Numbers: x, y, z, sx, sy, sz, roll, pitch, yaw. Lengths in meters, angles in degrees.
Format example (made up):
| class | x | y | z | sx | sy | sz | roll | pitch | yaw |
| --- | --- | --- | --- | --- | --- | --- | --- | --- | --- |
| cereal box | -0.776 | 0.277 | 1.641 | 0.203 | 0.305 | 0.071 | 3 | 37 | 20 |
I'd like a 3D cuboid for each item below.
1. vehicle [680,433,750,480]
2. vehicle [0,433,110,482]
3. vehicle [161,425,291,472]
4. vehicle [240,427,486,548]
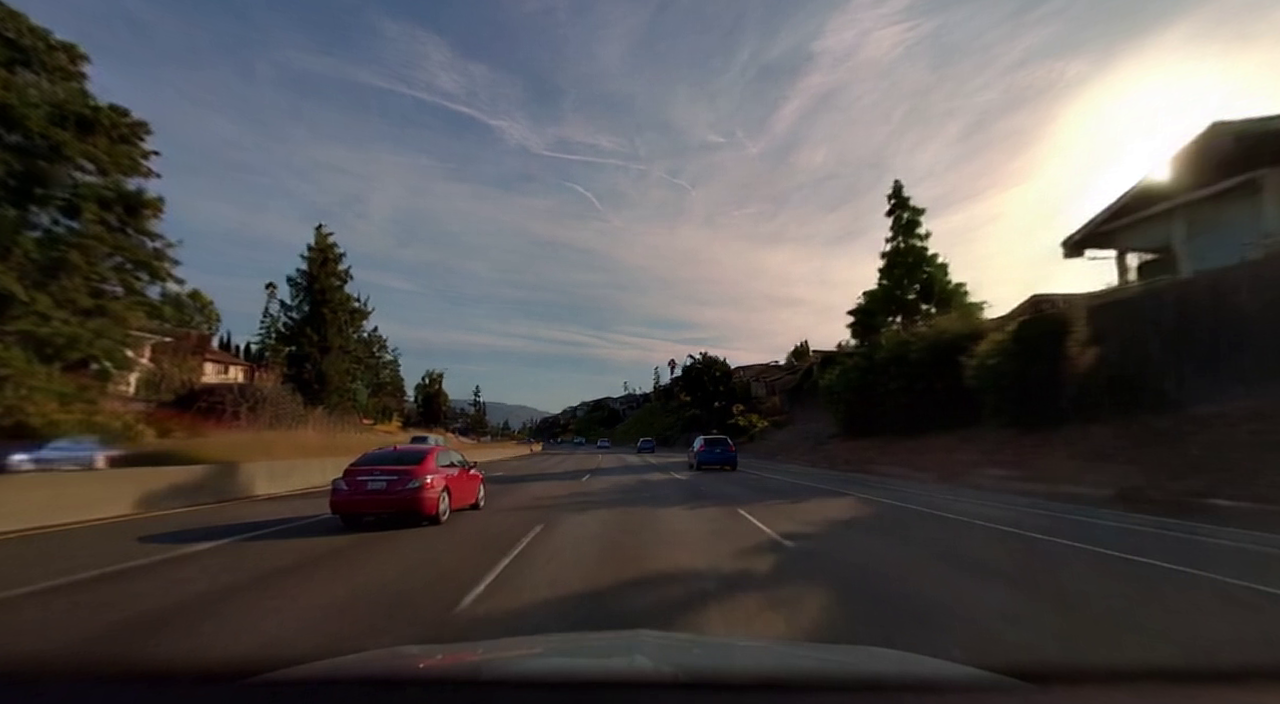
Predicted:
| class | x | y | z | sx | sy | sz | roll | pitch | yaw |
| --- | --- | --- | --- | --- | --- | --- | --- | --- | --- |
| vehicle | 2.855 | 4.134 | 25.088 | 2.092 | 1.686 | 4.188 | 0 | -9 | -2 |
| vehicle | -19.955 | 3.433 | 20.625 | 1.857 | 1.430 | 3.870 | 0 | -9 | -2 |
| vehicle | -16.391 | 3.879 | 25.304 | 2.186 | 1.682 | 4.623 | 0 | -9 | -3 |
| vehicle | -4.093 | 2.074 | 10.311 | 2.036 | 1.528 | 4.400 | 0 | -9 | 0 |
